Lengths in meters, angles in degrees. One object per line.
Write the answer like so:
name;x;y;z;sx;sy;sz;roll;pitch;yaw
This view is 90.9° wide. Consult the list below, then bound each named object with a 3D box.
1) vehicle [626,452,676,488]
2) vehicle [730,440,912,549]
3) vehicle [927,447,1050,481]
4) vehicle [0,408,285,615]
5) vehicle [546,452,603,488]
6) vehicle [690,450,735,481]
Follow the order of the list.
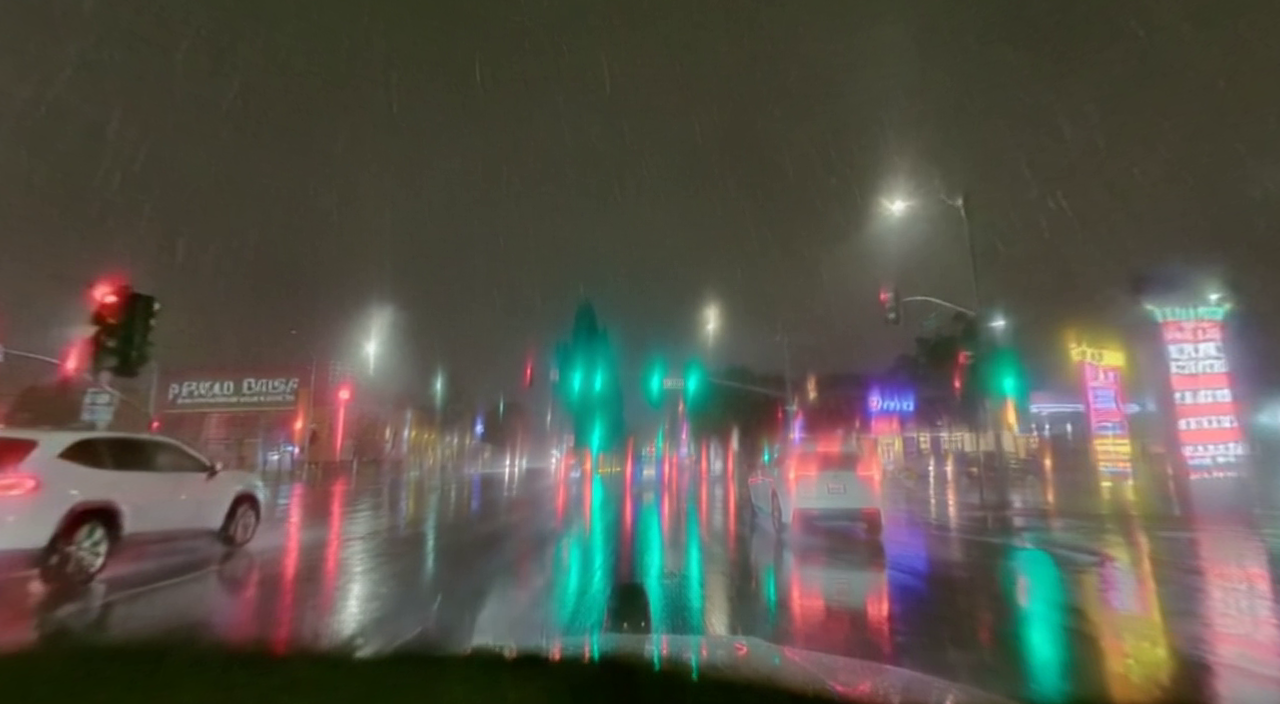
vehicle;0.490;5.291;28.614;2.070;1.460;4.118;0;-8;1
vehicle;2.869;2.330;11.062;1.946;1.513;4.133;0;-8;0
vehicle;15.752;5.053;28.648;4.481;1.427;1.830;0;-8;-2
vehicle;-6.652;1.725;7.686;2.058;1.804;4.391;0;-8;0
vehicle;-2.957;5.453;29.450;2.040;1.471;4.211;-1;-8;3
vehicle;3.887;6.148;34.431;1.931;1.552;4.125;0;-8;0
